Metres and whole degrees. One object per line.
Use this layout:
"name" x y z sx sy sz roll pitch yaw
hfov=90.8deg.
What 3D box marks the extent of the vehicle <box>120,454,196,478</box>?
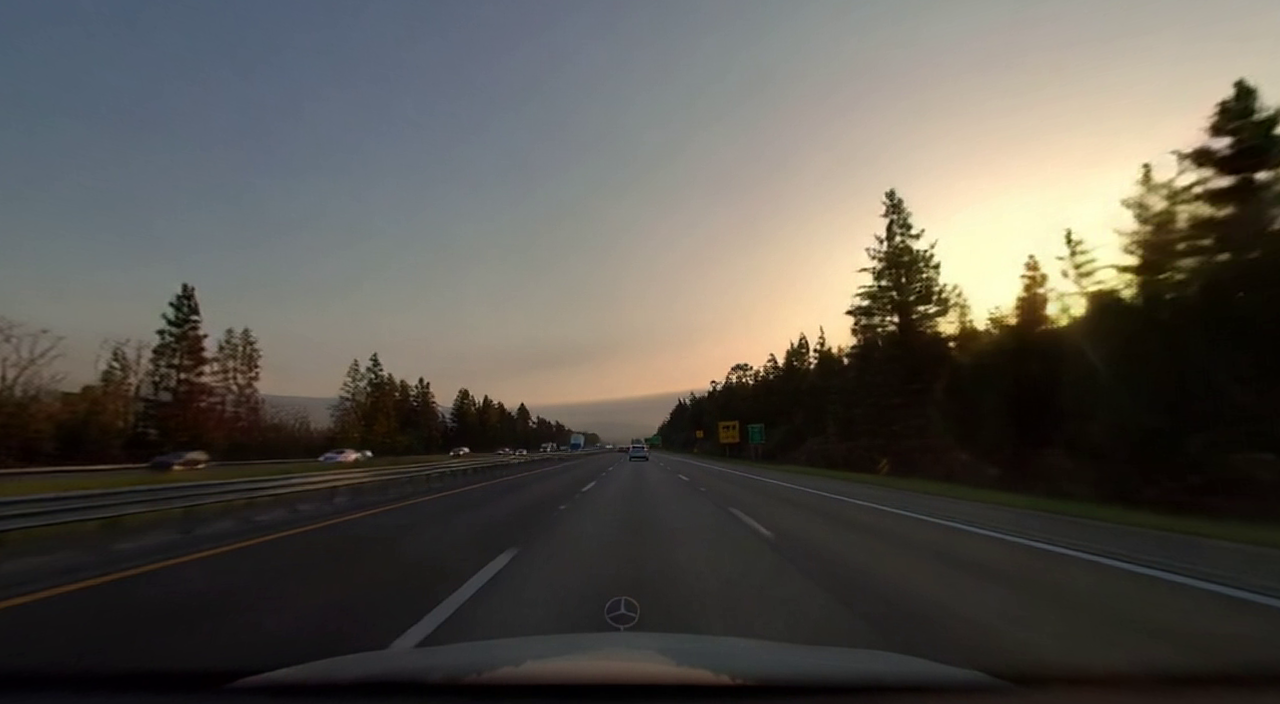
"vehicle" -32.145 7.576 42.288 1.778 1.470 4.225 0 -9 0
